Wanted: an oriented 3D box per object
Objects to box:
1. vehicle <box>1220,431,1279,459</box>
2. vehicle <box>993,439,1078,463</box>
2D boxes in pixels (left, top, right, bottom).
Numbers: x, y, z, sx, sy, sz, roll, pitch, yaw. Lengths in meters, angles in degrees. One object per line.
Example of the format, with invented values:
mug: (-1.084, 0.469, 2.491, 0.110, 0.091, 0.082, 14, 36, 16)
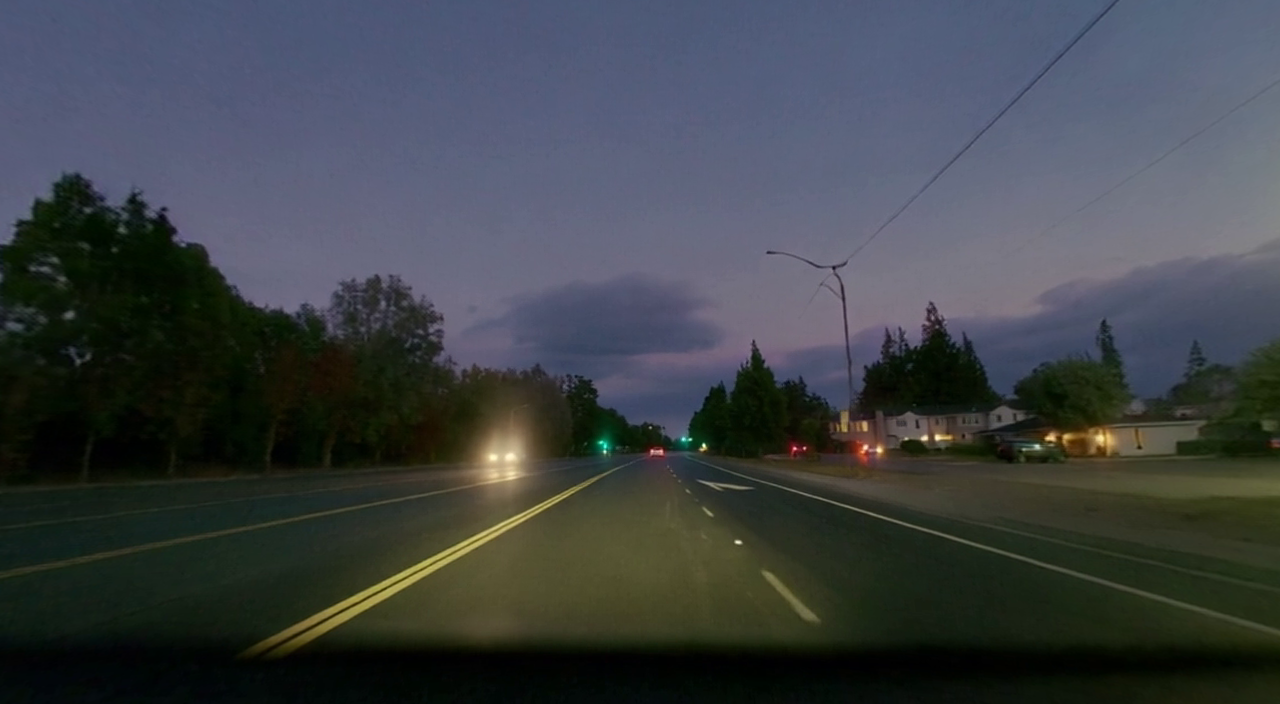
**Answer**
vehicle: (41.547, 6.290, 42.691, 4.494, 1.782, 2.212, 5, -10, -33)
vehicle: (27.031, 6.774, 43.268, 4.580, 1.598, 2.010, 1, -8, -5)
